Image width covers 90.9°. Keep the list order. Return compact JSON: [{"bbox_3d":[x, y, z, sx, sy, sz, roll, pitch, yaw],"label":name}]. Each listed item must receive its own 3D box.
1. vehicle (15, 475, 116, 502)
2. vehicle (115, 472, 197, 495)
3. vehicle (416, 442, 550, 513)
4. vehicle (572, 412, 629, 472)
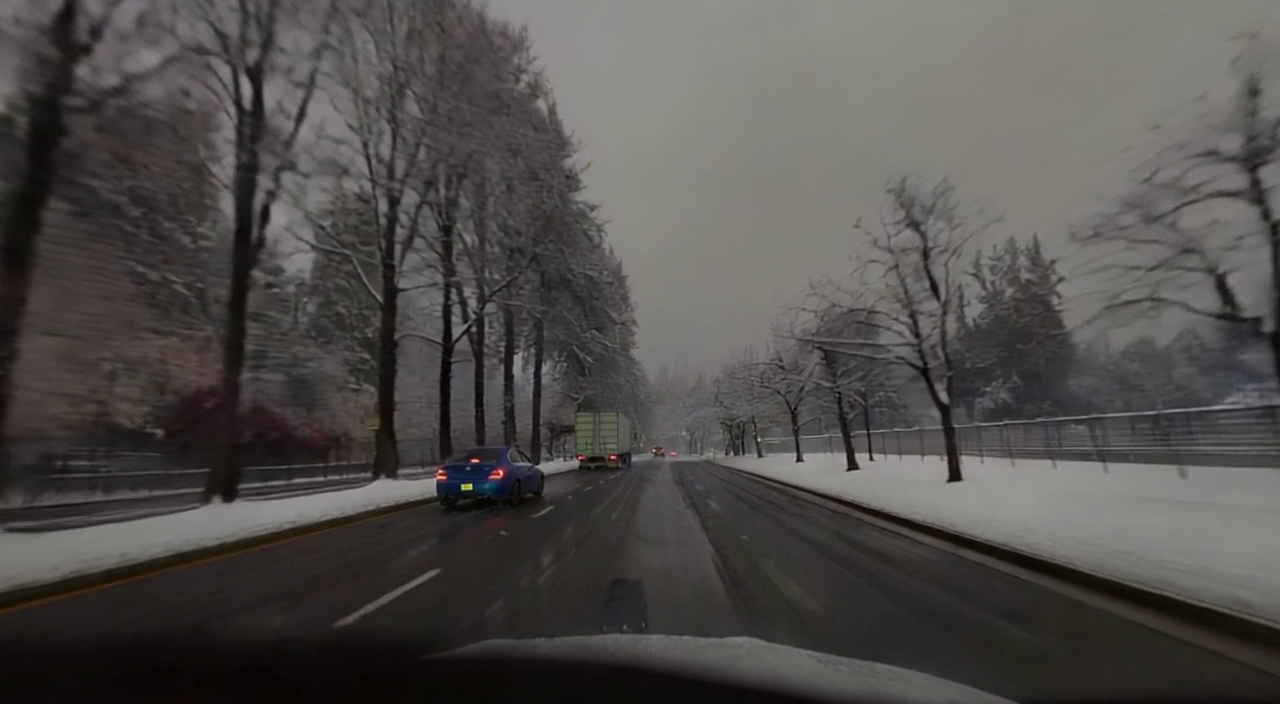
[{"bbox_3d":[-34.723,8.237,38.150,4.333,1.436,1.871,-1,-9,4],"label":"vehicle"},{"bbox_3d":[-33.537,9.093,43.734,4.356,1.457,1.759,-1,-9,5],"label":"vehicle"},{"bbox_3d":[-3.637,2.984,15.557,2.005,1.462,4.345,-1,-8,3],"label":"vehicle"},{"bbox_3d":[-2.230,5.566,38.941,2.746,3.276,8.572,0,-8,2],"label":"vehicle"}]
